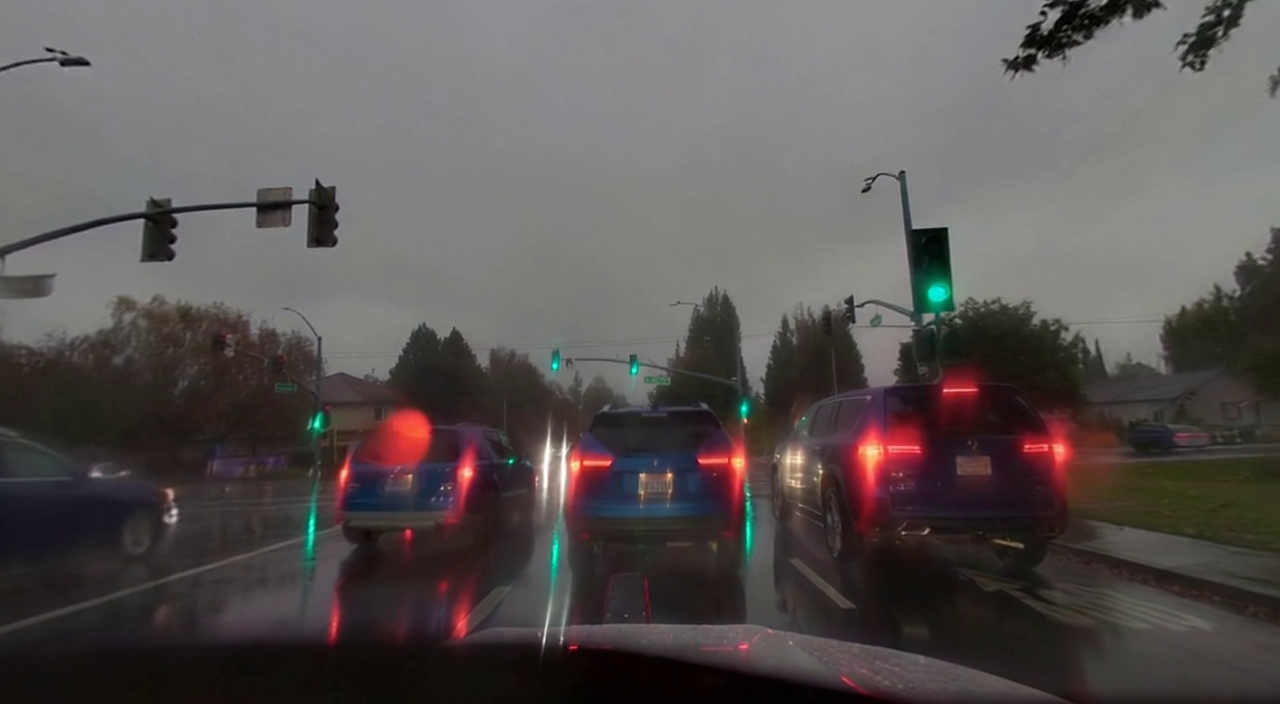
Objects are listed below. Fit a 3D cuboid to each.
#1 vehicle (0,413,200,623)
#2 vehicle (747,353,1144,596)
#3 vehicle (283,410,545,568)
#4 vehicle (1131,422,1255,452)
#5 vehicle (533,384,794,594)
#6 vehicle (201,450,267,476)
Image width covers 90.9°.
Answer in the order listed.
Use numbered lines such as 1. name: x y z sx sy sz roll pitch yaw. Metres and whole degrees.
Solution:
1. vehicle: -6.311 1.359 5.141 2.193 1.687 4.507 0 -8 -1
2. vehicle: 3.088 1.453 8.283 2.338 2.063 5.672 0 -8 0
3. vehicle: -2.748 1.792 9.032 2.058 1.659 4.514 0 -8 0
4. vehicle: 28.167 4.341 32.224 4.512 1.444 1.859 0 -8 0
5. vehicle: 0.167 1.479 7.581 2.235 1.778 4.178 0 -8 -1
6. vehicle: -29.329 8.013 45.714 1.820 1.699 4.308 -1 -8 2
